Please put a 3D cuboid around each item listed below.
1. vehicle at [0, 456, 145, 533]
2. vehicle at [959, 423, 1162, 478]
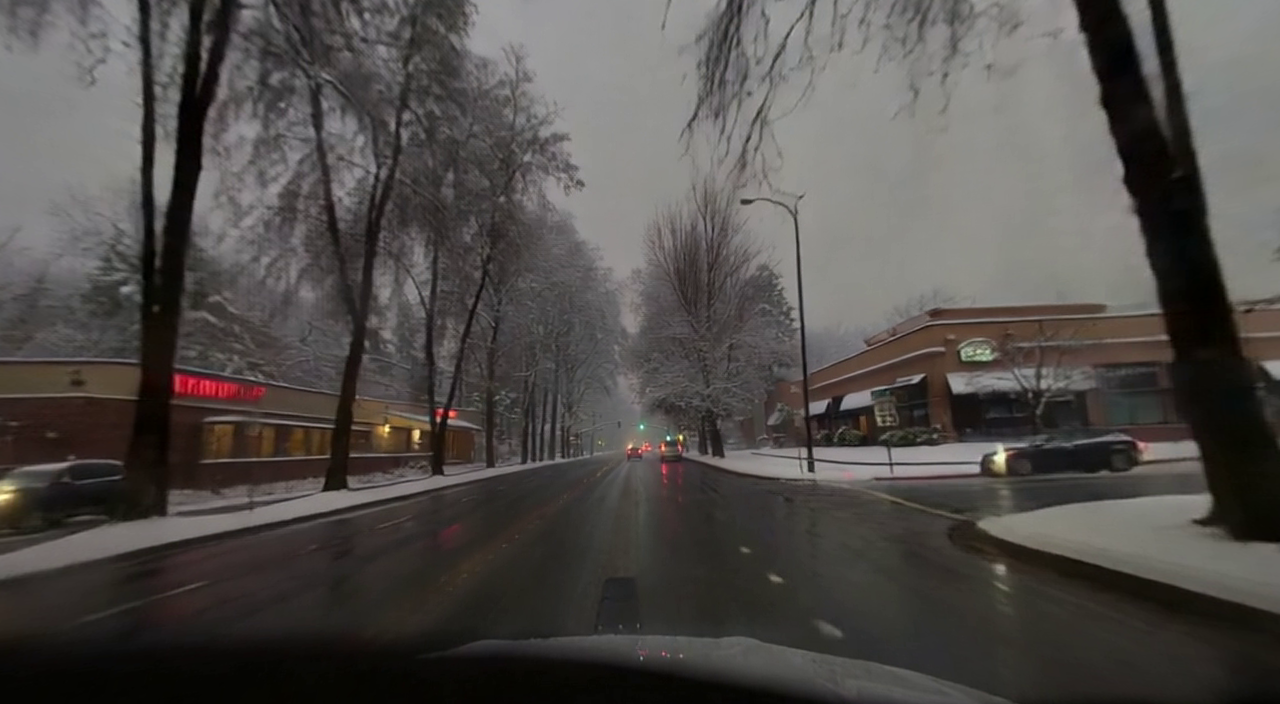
[{"bbox_3d":[-15.977,3.573,16.077,4.870,1.762,2.152,-1,-8,0],"label":"vehicle"},{"bbox_3d":[11.967,2.850,18.270,4.404,1.445,1.844,-2,-9,7],"label":"vehicle"}]
